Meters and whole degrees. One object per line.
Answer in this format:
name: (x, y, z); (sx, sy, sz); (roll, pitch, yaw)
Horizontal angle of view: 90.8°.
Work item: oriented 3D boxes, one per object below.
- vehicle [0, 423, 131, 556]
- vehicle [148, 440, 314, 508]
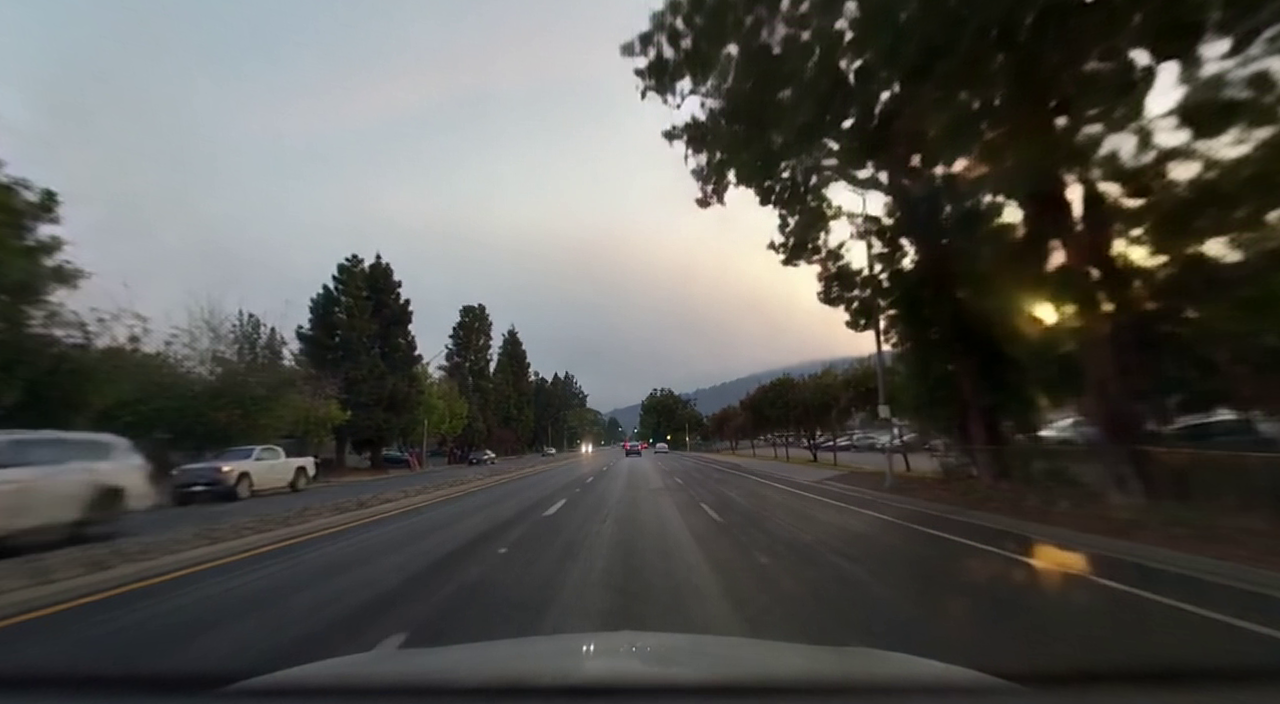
vehicle: (-9.872, 1.889, 8.311); (2.110, 1.811, 5.190); (-3, -9, -1)
vehicle: (-14.369, 4.235, 22.780); (2.251, 1.972, 5.672); (-3, -8, 0)
